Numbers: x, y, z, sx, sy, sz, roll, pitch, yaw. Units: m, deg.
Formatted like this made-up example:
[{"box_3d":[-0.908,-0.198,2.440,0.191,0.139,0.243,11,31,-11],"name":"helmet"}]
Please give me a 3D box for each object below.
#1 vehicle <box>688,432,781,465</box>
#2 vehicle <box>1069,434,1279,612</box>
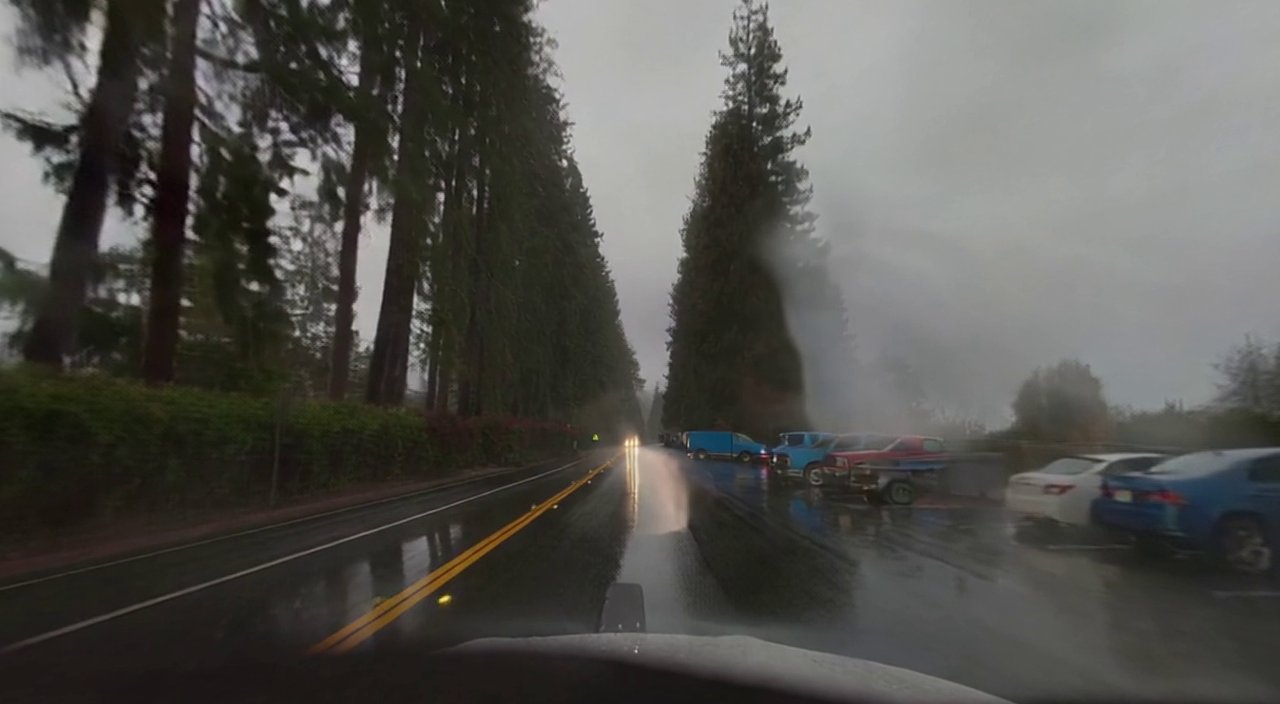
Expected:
[{"box_3d":[6.252,6.484,42.567,5.797,2.070,2.502,0,-8,-1],"name":"vehicle"},{"box_3d":[7.318,1.654,6.720,3.989,1.522,2.104,0,-8,-3],"name":"vehicle"}]
